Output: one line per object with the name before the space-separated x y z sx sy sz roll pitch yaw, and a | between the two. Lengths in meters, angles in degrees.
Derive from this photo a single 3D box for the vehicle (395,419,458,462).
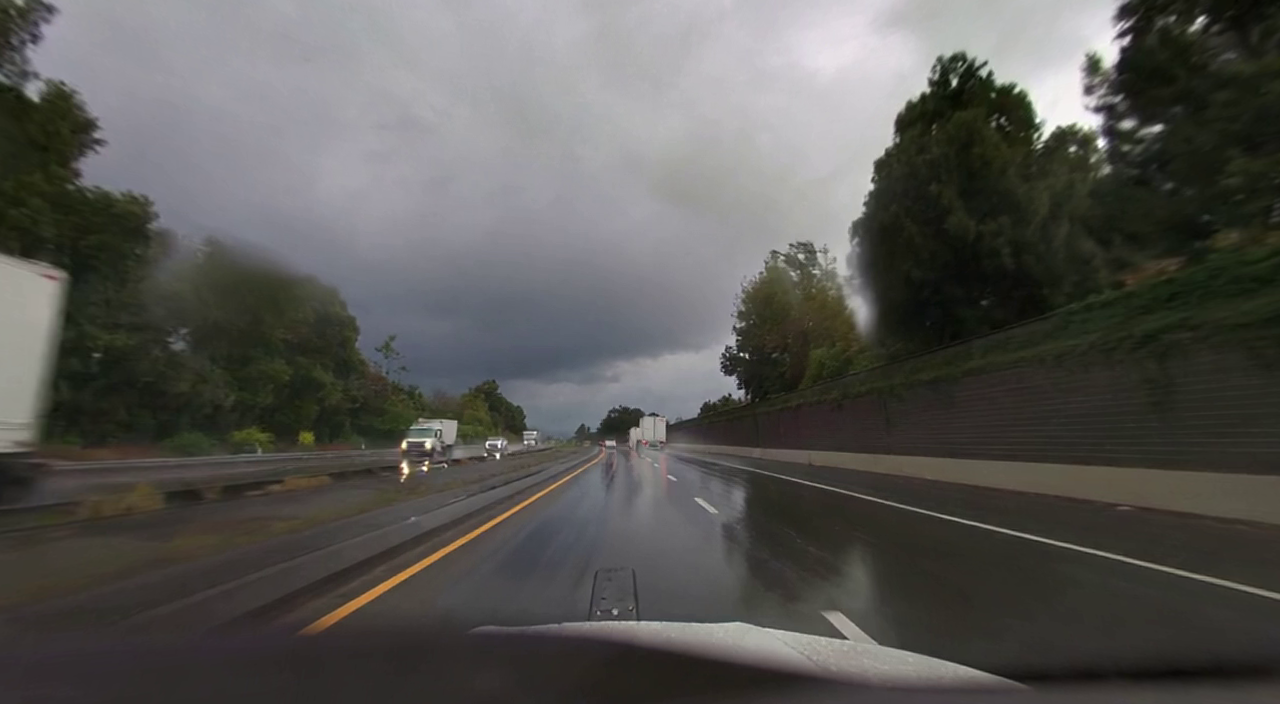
vehicle | -14.117 5.948 42.113 2.294 2.641 5.907 0 -8 -2

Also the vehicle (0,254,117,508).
vehicle | -13.059 -0.171 6.325 3.640 4.457 14.111 0 -8 -1
